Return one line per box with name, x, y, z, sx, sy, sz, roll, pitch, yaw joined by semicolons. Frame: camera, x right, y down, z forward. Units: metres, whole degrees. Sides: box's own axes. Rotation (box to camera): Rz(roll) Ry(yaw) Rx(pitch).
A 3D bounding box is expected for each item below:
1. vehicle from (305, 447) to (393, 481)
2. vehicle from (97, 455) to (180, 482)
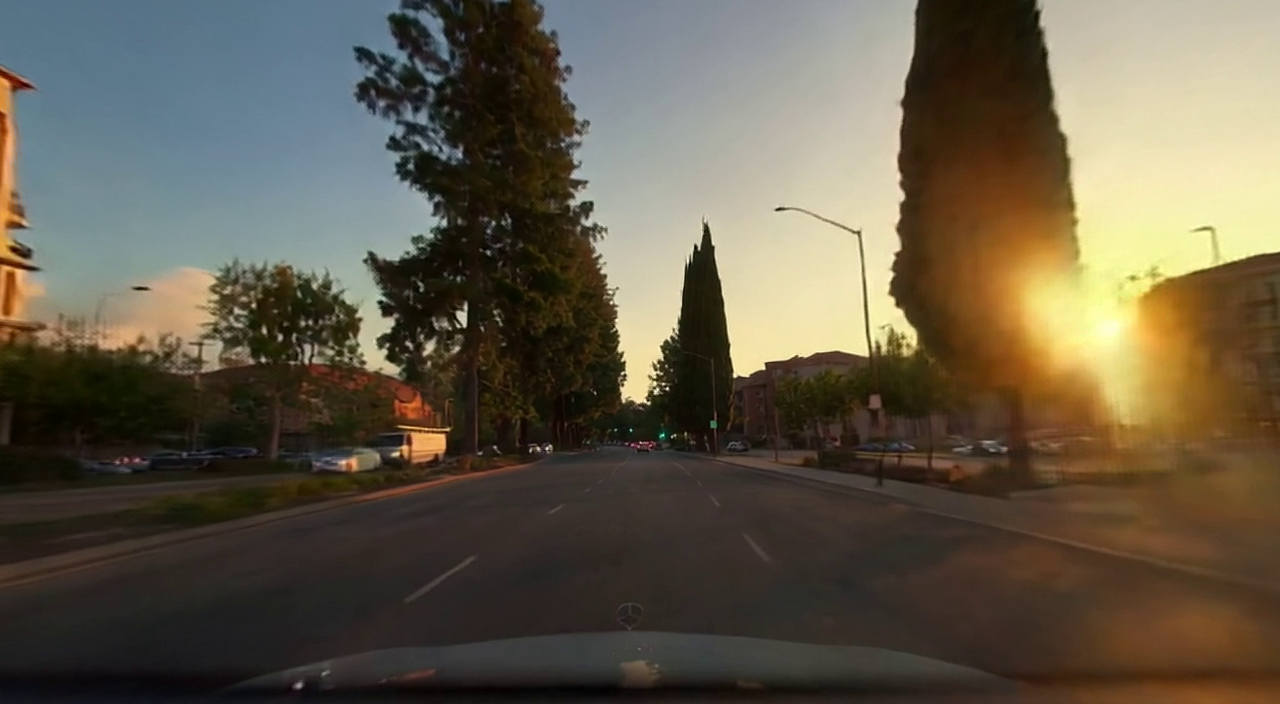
vehicle;-13.746;5.288;30.116;1.914;1.496;4.742;0;-8;0
vehicle;-32.531;7.541;40.946;4.001;1.415;1.693;-3;-8;0
